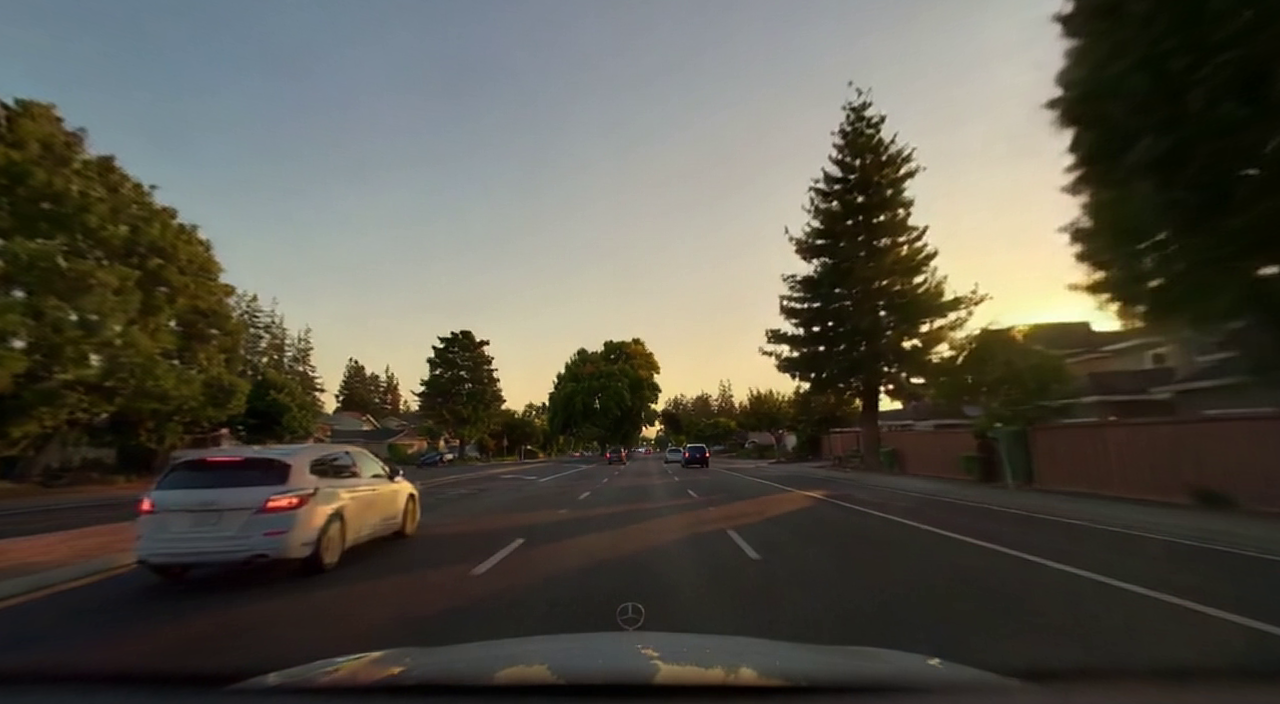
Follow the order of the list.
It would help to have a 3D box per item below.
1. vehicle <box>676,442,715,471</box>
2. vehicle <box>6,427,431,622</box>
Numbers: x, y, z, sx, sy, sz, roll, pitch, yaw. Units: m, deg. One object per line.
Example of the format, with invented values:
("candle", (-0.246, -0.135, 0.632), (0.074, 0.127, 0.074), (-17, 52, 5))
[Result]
("vehicle", (3.578, 6.849, 41.616), (2.114, 1.780, 4.445), (0, -8, -1))
("vehicle", (-4.089, 1.699, 7.286), (1.966, 1.524, 4.410), (0, -8, -2))
